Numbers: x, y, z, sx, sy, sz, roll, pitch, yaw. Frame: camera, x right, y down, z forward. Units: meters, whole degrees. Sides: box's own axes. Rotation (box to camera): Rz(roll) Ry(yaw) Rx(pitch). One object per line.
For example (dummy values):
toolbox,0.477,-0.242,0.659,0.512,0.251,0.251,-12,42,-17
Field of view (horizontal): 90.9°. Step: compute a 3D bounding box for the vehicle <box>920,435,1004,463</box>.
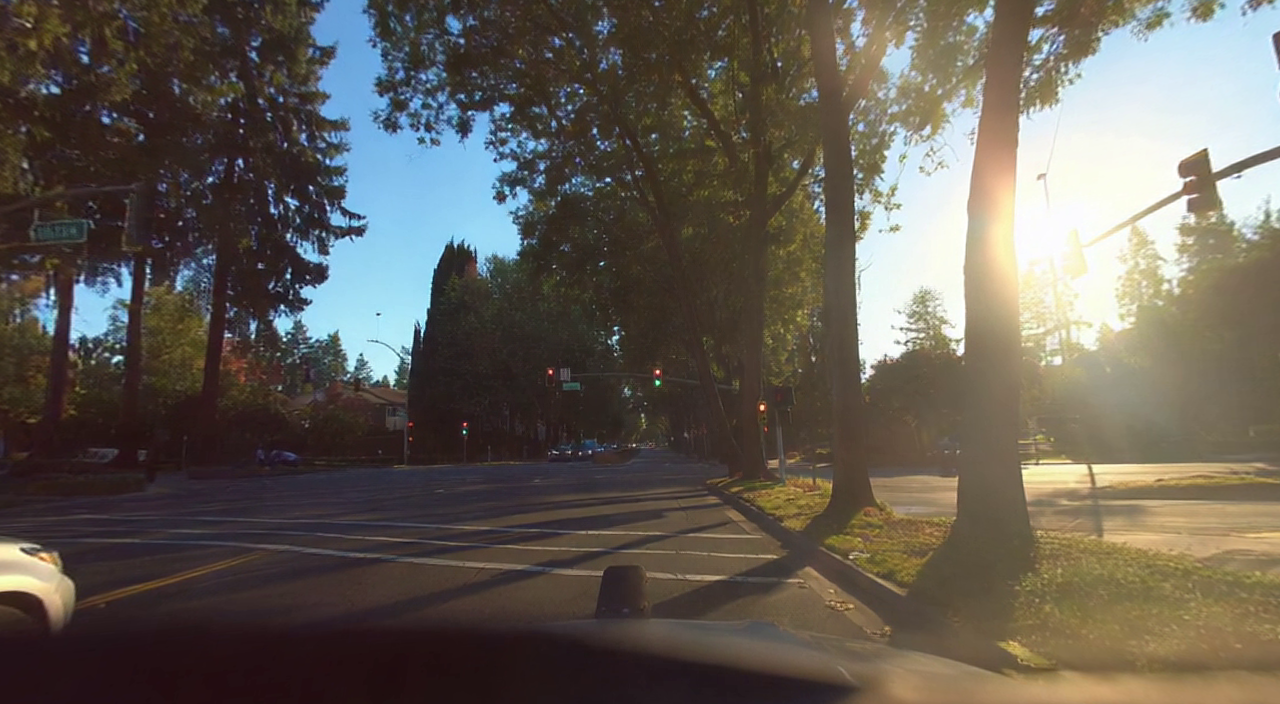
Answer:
vehicle,17.766,5.389,34.949,3.952,1.468,1.768,-4,-9,22
